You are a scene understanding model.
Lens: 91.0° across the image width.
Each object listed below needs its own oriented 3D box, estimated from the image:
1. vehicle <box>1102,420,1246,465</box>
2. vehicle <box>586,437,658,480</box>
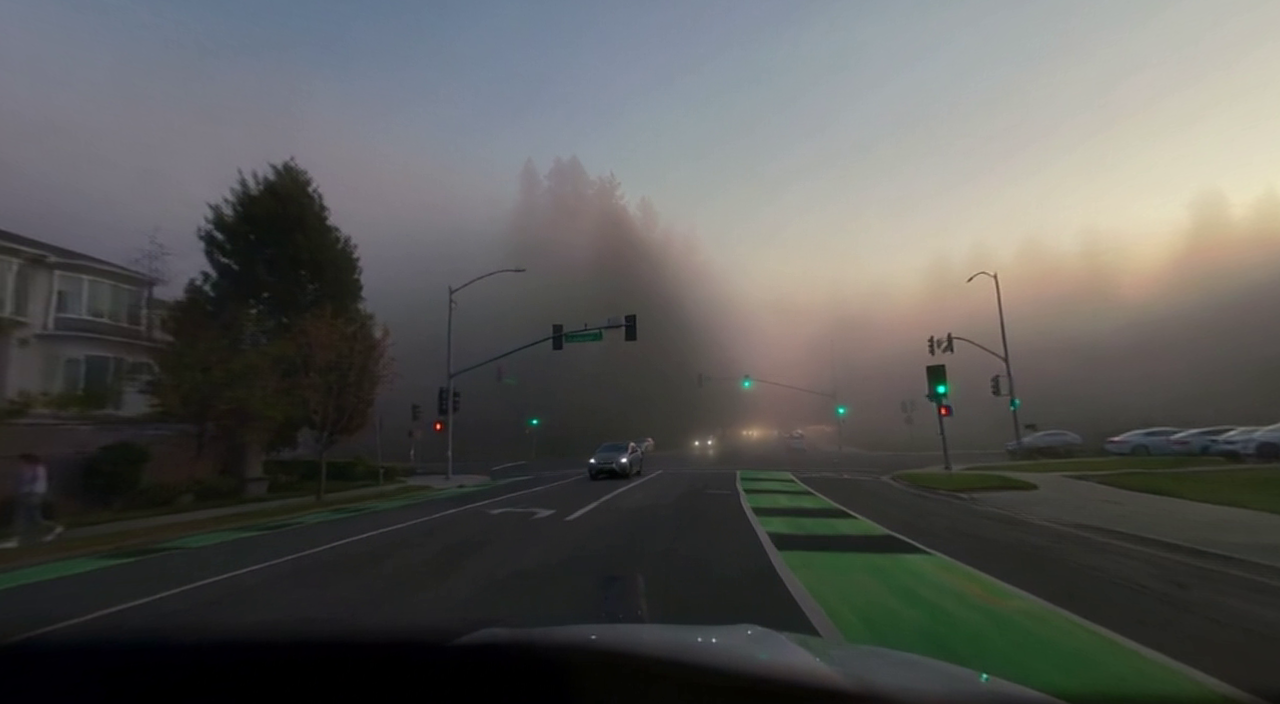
[{"bbox_3d":[20.774,3.556,24.846,1.937,1.474,5.114,-4,-8,10],"label":"vehicle"},{"bbox_3d":[-0.582,4.133,24.765,1.904,1.489,4.746,-2,-8,10],"label":"vehicle"}]
